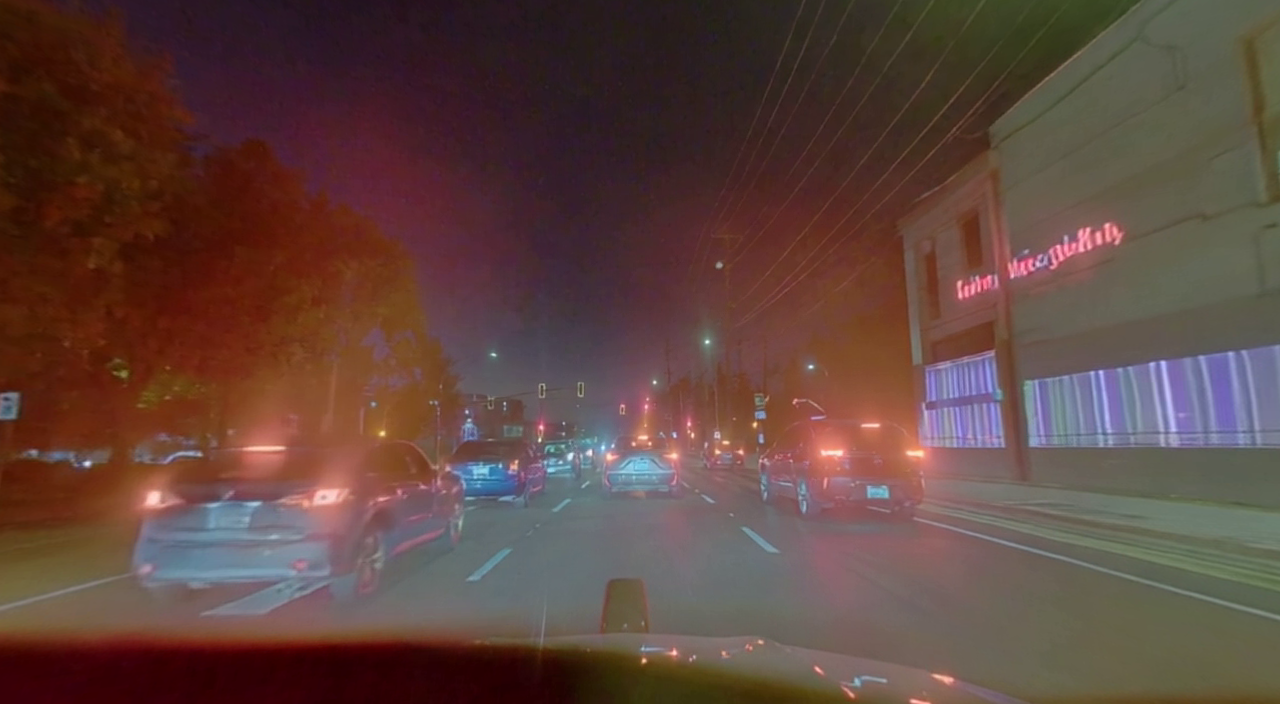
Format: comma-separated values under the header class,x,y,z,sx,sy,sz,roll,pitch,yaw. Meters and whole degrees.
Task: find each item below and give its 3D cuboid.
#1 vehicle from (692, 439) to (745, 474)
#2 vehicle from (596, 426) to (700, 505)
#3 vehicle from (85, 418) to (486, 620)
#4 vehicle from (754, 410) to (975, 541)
class,x,y,z,sx,sy,sz,roll,pitch,yaw
vehicle,3.644,4.928,29.974,1.880,1.503,4.130,0,-8,-1
vehicle,0.150,2.706,15.415,2.200,1.653,4.127,0,-8,0
vehicle,-3.221,1.592,7.099,2.104,1.488,4.546,0,-8,-4
vehicle,3.399,1.977,10.688,2.024,1.711,4.512,0,-8,0
